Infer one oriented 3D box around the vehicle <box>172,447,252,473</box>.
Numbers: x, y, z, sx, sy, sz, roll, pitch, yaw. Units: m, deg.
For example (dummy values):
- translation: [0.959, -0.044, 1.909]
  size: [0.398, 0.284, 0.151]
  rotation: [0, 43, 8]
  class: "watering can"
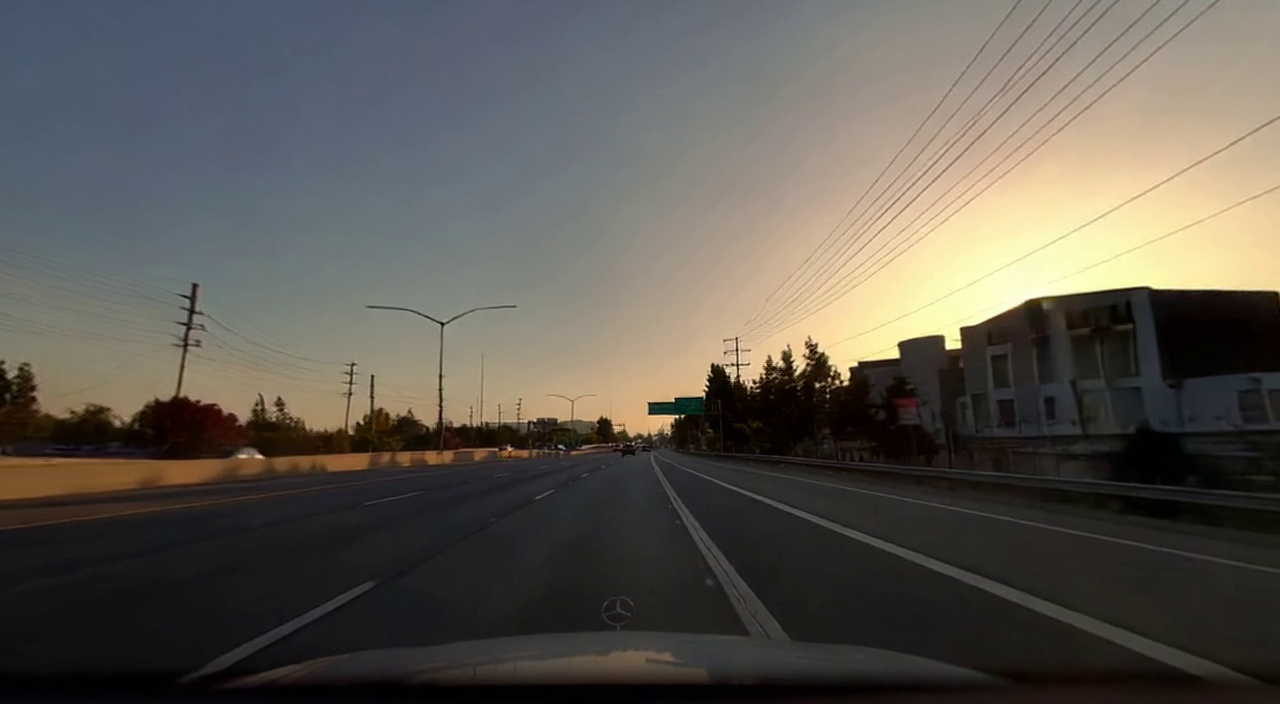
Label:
- translation: [-28.761, 7.223, 42.637]
  size: [2.058, 1.604, 4.738]
  rotation: [0, -8, 0]
  class: "vehicle"
